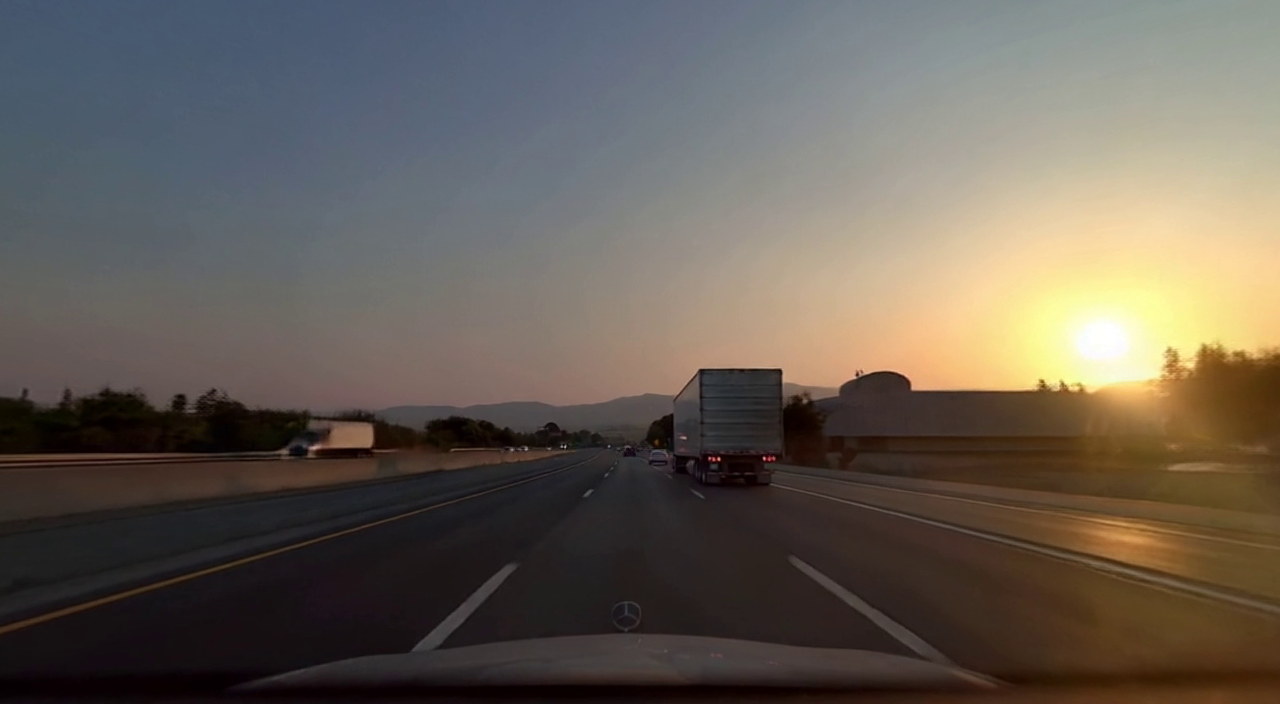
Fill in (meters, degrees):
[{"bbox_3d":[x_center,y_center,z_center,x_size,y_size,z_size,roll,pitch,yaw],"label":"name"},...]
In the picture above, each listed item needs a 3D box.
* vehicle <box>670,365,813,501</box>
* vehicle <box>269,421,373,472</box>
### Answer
[{"bbox_3d":[3.508,3.748,27.667,3.462,4.177,16.311,0,-9,0],"label":"vehicle"},{"bbox_3d":[-18.762,5.649,37.664,2.480,2.709,7.046,0,-9,0],"label":"vehicle"}]
